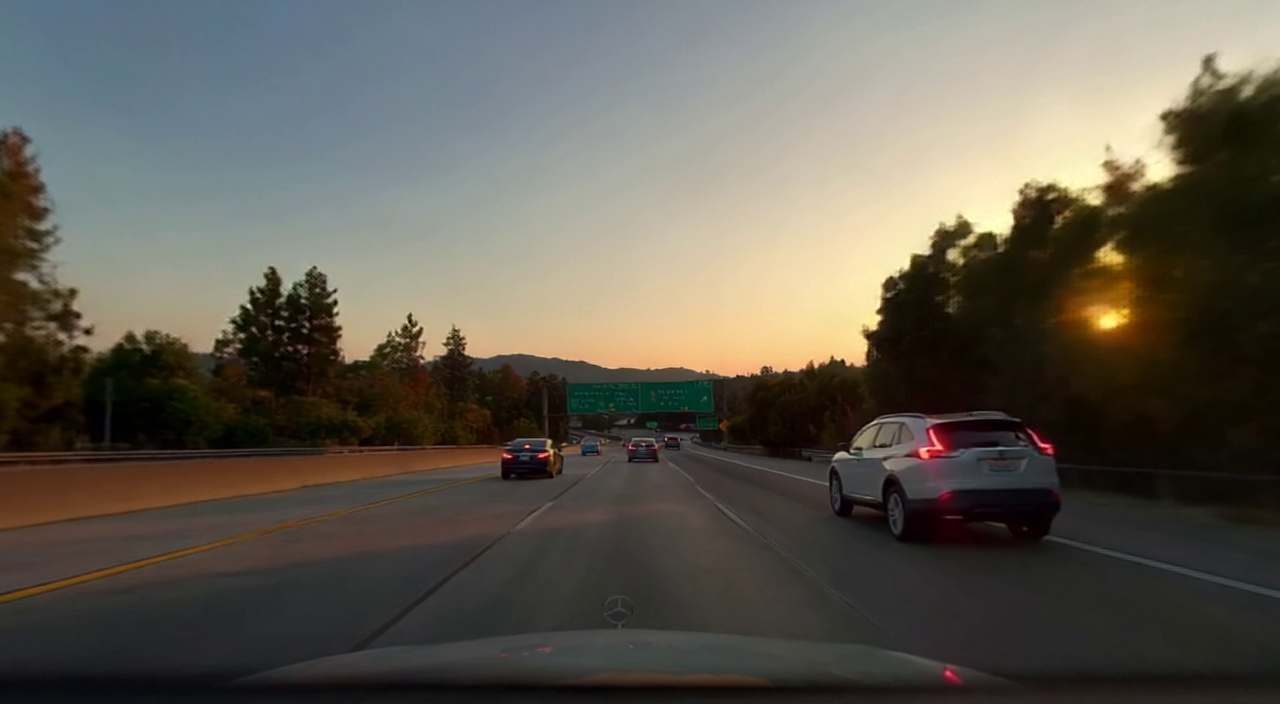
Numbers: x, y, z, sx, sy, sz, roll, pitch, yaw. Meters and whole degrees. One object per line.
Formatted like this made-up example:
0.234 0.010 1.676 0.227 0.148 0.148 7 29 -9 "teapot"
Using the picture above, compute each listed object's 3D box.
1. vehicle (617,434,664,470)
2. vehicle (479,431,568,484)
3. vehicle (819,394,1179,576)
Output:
0.023 4.604 29.156 2.049 1.542 3.816 0 -8 0 "vehicle"
-3.719 3.464 20.968 2.066 1.561 4.495 0 -8 1 "vehicle"
4.038 1.563 8.167 2.025 1.707 4.279 0 -8 -2 "vehicle"
